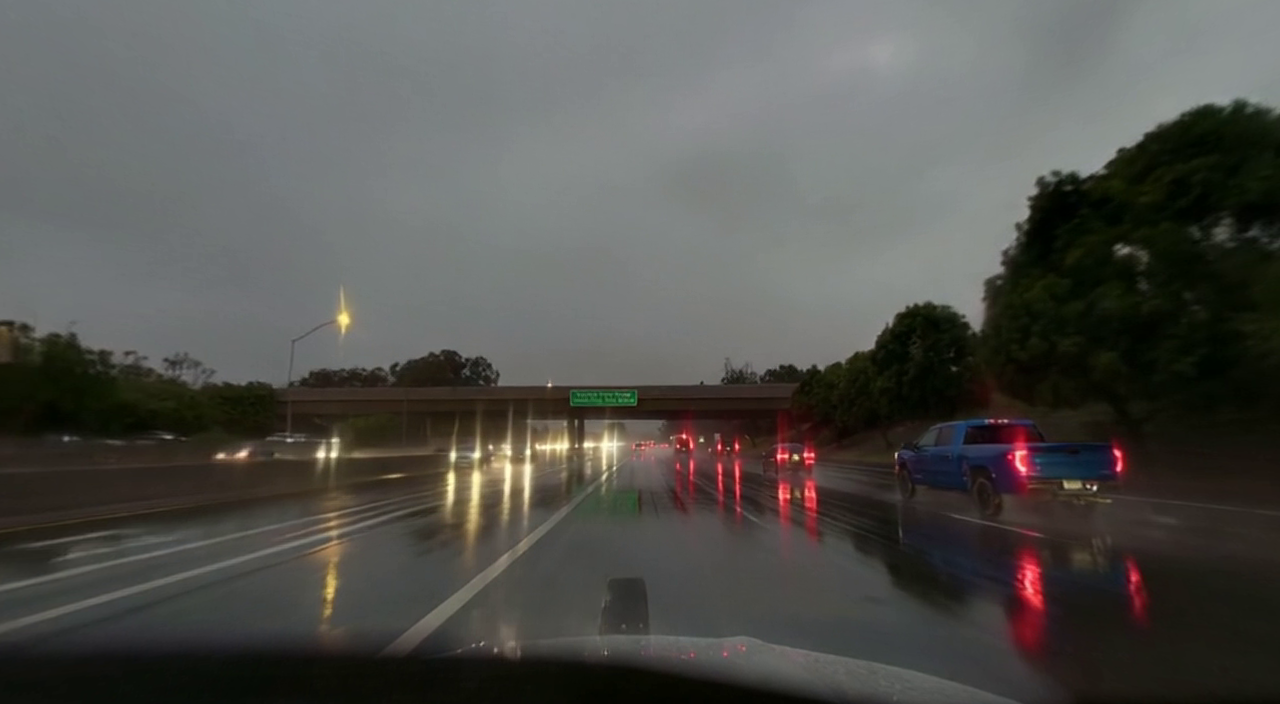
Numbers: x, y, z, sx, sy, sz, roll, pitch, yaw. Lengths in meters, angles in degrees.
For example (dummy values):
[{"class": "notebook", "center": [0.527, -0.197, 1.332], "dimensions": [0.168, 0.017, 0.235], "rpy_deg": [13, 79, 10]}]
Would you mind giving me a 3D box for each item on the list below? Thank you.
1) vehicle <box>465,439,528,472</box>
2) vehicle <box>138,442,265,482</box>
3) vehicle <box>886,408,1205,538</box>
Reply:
[{"class": "vehicle", "center": [-7.491, 5.434, 33.480], "dimensions": [2.142, 1.609, 4.783], "rpy_deg": [0, -8, 1]}, {"class": "vehicle", "center": [-17.851, 4.480, 26.017], "dimensions": [1.928, 1.482, 4.576], "rpy_deg": [0, -8, 0]}, {"class": "vehicle", "center": [7.000, 2.168, 12.082], "dimensions": [2.182, 1.852, 5.926], "rpy_deg": [0, -8, 0]}]
